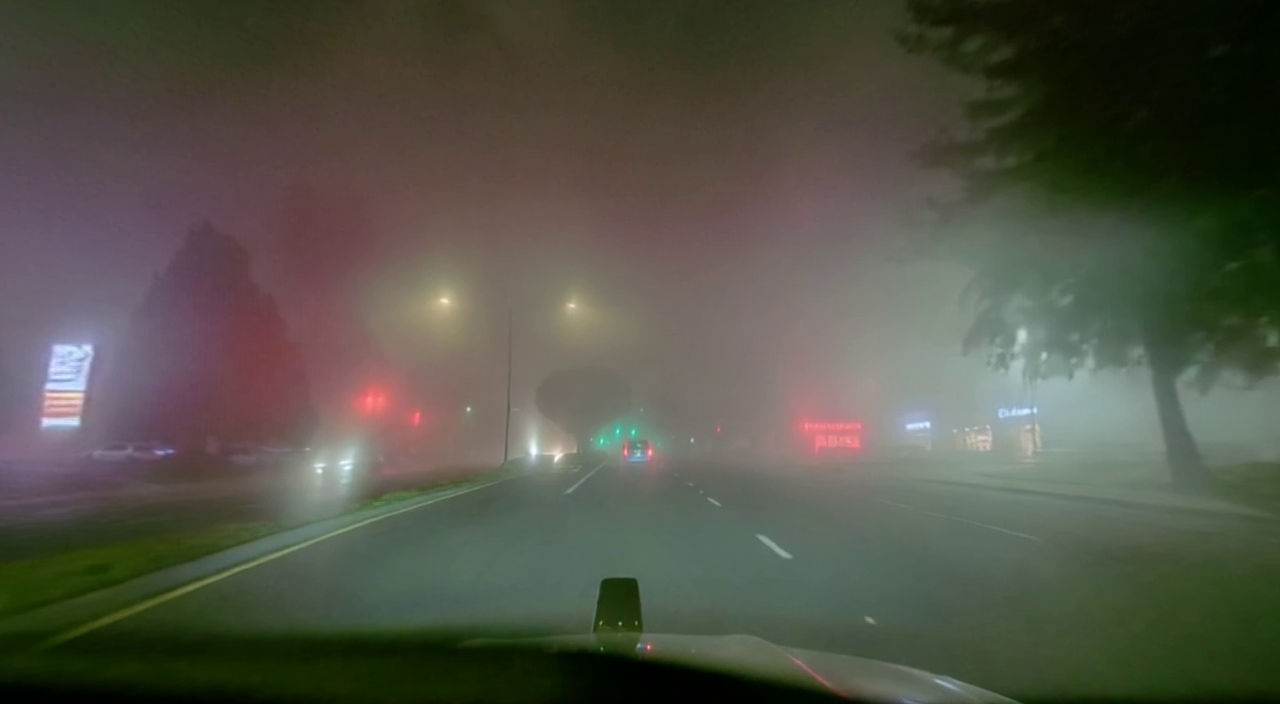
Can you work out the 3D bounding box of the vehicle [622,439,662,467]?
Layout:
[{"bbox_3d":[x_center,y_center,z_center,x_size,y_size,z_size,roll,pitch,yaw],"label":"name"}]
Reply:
[{"bbox_3d":[0.041,5.409,33.948,1.998,1.452,3.773,0,-8,-2],"label":"vehicle"}]

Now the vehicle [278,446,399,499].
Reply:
[{"bbox_3d":[-9.314,3.721,19.876,1.795,1.426,4.216,0,-8,-1],"label":"vehicle"}]
